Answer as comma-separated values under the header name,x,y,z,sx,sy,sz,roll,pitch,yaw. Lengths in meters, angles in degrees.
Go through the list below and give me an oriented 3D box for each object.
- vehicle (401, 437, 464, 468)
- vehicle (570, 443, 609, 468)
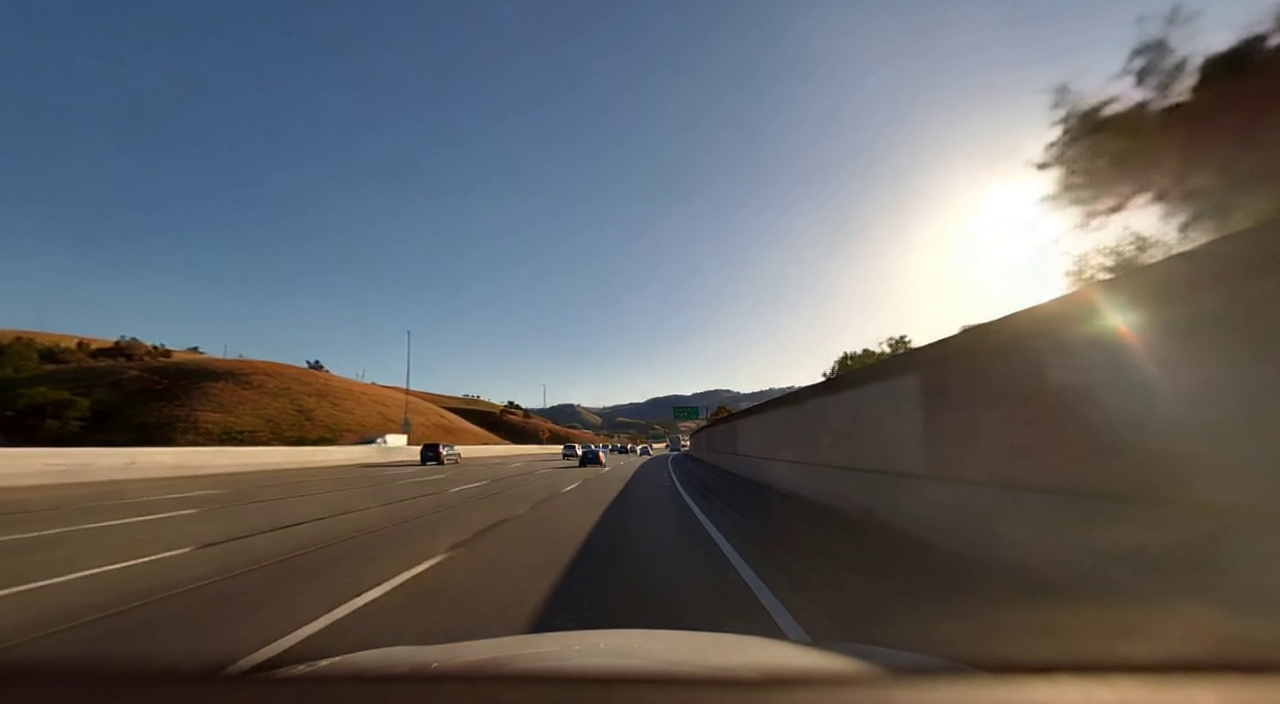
name,x,y,z,sx,sy,sz,roll,pitch,yaw
vehicle,-12.681,6.173,38.987,2.076,1.766,4.831,0,-8,2
vehicle,-3.068,6.444,39.446,1.931,1.492,4.076,0,-8,2
